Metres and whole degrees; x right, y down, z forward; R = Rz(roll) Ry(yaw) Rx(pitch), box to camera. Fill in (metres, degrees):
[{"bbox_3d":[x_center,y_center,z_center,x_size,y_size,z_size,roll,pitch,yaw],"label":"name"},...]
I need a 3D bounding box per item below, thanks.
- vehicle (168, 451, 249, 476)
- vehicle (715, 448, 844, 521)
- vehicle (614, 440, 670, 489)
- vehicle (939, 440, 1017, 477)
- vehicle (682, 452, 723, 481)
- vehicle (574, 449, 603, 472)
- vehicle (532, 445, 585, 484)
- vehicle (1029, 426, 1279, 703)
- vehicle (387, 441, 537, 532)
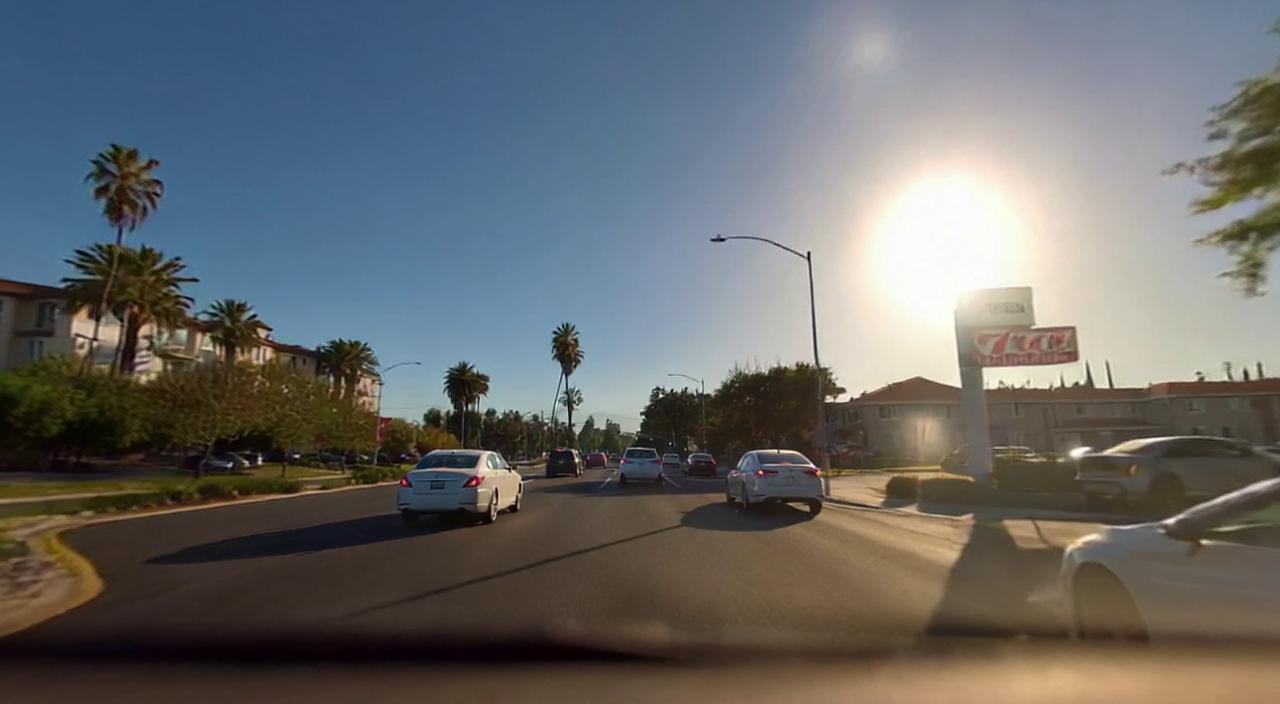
[{"bbox_3d":[-30.301,7.823,44.277,4.123,1.648,2.053,0,-9,0],"label":"vehicle"},{"bbox_3d":[3.204,3.129,15.491,1.977,1.480,4.589,0,-8,-2],"label":"vehicle"},{"bbox_3d":[0.046,4.687,26.511,2.164,1.867,4.254,0,-8,-1],"label":"vehicle"},{"bbox_3d":[18.367,5.784,34.447,1.905,1.833,4.347,0,-8,2],"label":"vehicle"},{"bbox_3d":[3.496,6.505,35.916,1.880,1.476,3.932,0,-8,-1],"label":"vehicle"},{"bbox_3d":[-3.937,8.321,48.447,1.871,1.673,3.920,0,-8,0],"label":"vehicle"},{"bbox_3d":[-3.818,5.326,30.156,1.932,1.695,4.235,0,-8,0],"label":"vehicle"},{"bbox_3d":[3.687,0.968,2.152,1.867,1.448,4.436,0,-8,0],"label":"vehicle"},{"bbox_3d":[-3.331,2.575,12.681,1.864,1.505,4.202,0,-8,-1],"label":"vehicle"}]
